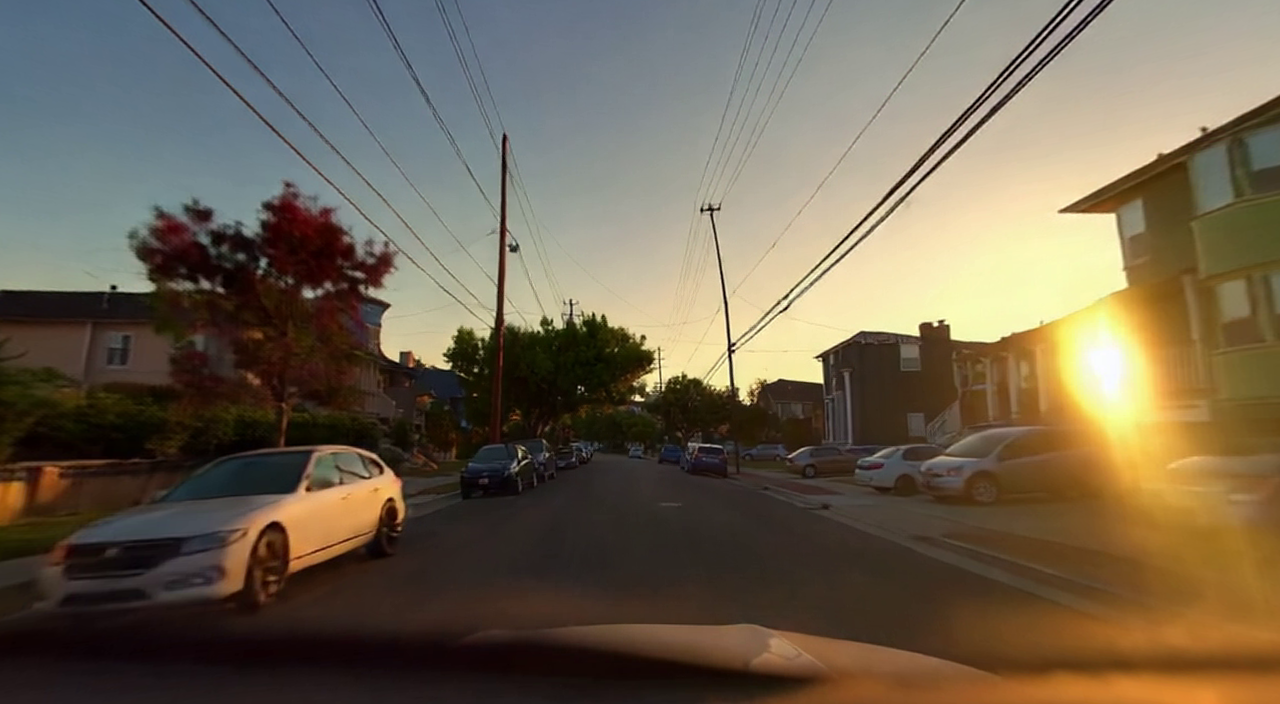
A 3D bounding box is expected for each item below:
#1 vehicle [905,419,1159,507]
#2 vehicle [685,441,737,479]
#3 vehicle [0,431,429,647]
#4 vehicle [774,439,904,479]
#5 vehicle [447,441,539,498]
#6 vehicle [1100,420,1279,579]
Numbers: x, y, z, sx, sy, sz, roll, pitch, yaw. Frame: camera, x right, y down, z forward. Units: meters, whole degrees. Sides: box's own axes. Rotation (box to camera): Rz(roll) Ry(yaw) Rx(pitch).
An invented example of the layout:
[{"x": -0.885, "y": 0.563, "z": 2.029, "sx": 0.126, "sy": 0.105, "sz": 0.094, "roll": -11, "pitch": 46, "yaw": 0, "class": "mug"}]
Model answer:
[{"x": 8.764, "y": 2.498, "z": 14.415, "sx": 4.512, "sy": 1.841, "sz": 1.912, "roll": 1, "pitch": -8, "yaw": -4, "class": "vehicle"}, {"x": 3.186, "y": 4.933, "z": 29.094, "sx": 1.916, "sy": 1.587, "sz": 3.986, "roll": 0, "pitch": -8, "yaw": 0, "class": "vehicle"}, {"x": -4.062, "y": 1.636, "z": 6.748, "sx": 1.925, "sy": 1.463, "sz": 4.700, "roll": 0, "pitch": -8, "yaw": 1, "class": "vehicle"}, {"x": 7.689, "y": 4.179, "z": 24.757, "sx": 4.480, "sy": 1.497, "sz": 1.884, "roll": 0, "pitch": -8, "yaw": 1, "class": "vehicle"}, {"x": -4.255, "y": 3.453, "z": 19.018, "sx": 1.745, "sy": 1.490, "sz": 4.304, "roll": 0, "pitch": -8, "yaw": 0, "class": "vehicle"}, {"x": 8.203, "y": 1.561, "z": 7.143, "sx": 4.594, "sy": 1.512, "sz": 1.824, "roll": 0, "pitch": -8, "yaw": -2, "class": "vehicle"}]
